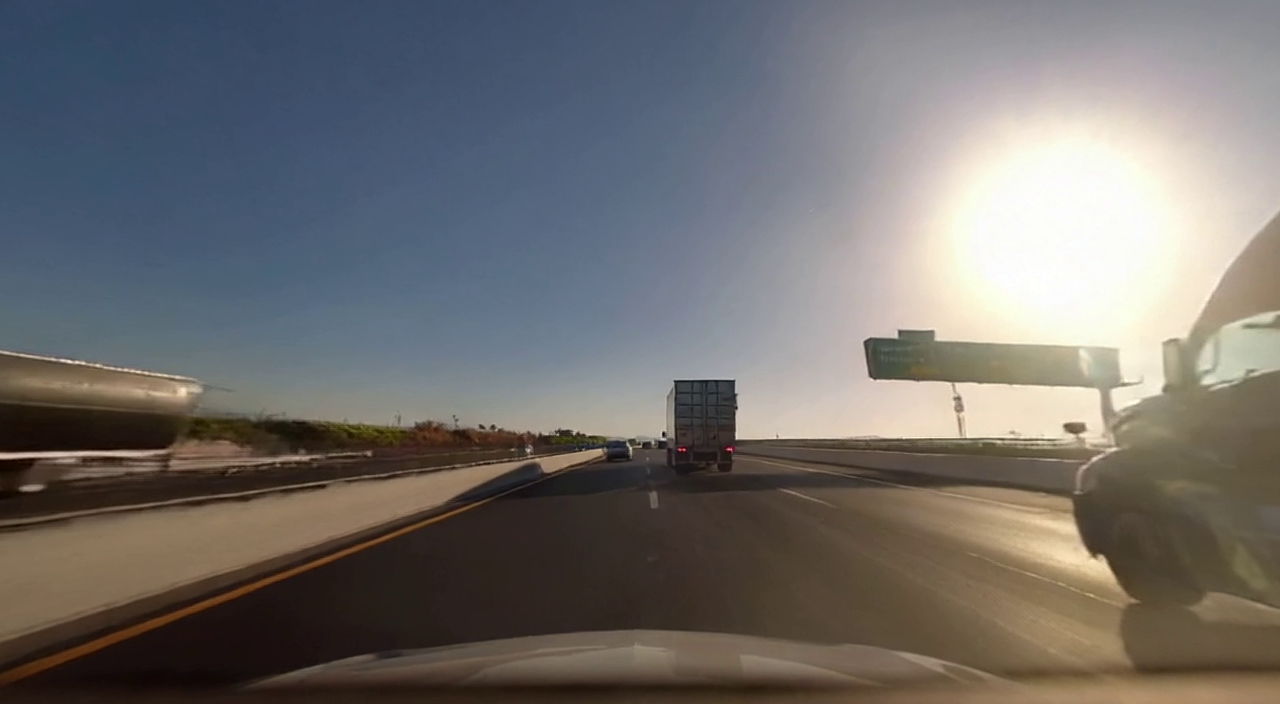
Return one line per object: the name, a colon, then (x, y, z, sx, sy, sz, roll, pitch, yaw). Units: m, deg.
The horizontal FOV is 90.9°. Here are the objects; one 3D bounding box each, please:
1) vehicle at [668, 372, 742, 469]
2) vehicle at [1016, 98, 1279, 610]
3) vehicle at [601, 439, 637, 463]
vehicle: (3.021, 3.798, 33.395, 2.966, 4.072, 13.408, 0, -8, 2)
vehicle: (6.440, -0.239, 3.035, 2.946, 3.946, 10.224, 0, -8, 0)
vehicle: (-1.416, 6.914, 44.335, 2.208, 1.542, 5.138, 0, -8, 2)
